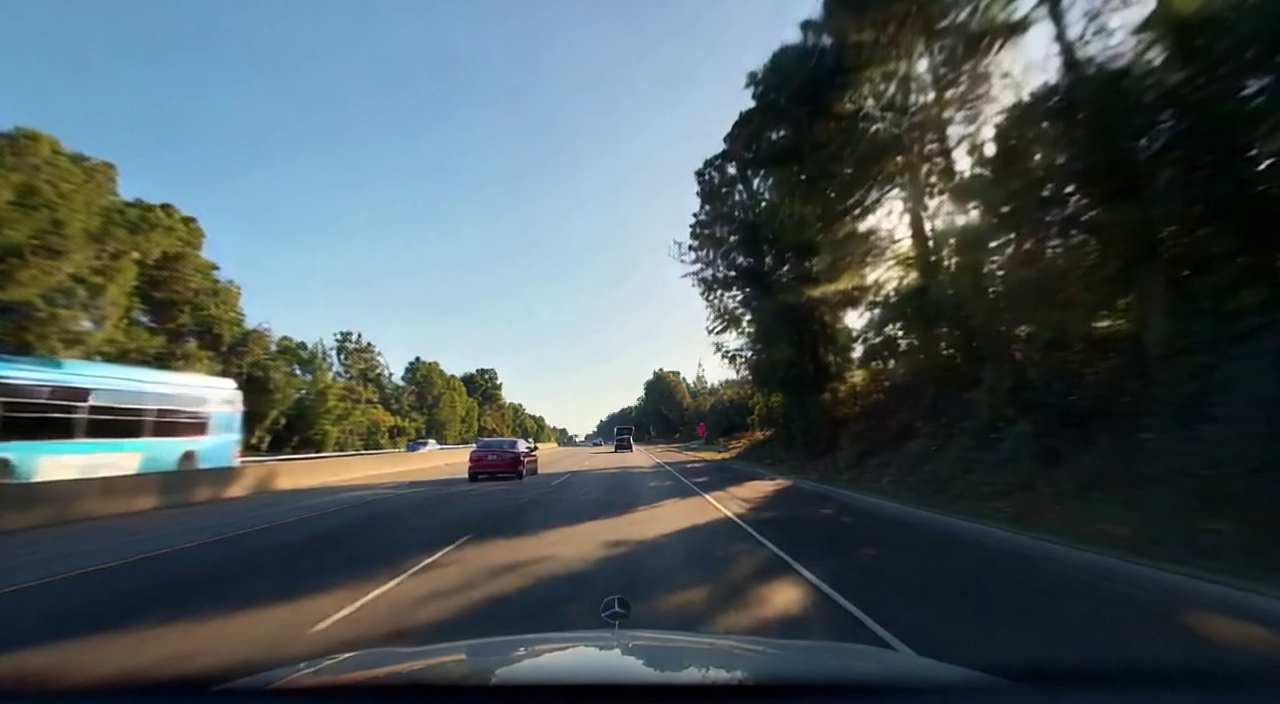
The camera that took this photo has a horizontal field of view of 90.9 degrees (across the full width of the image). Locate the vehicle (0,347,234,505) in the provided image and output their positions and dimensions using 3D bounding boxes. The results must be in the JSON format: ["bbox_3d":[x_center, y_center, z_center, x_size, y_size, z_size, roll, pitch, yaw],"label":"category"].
[{"bbox_3d":[-17.031,2.289,18.844,3.018,3.781,10.320,0,-8,-1],"label":"vehicle"}]

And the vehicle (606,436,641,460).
[{"bbox_3d":[-1.035,6.185,40.787,2.162,1.460,4.242,0,-8,-1],"label":"vehicle"}]

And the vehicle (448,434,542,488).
[{"bbox_3d":[-4.245,3.237,19.124,1.907,1.445,4.049,0,-8,0],"label":"vehicle"}]
